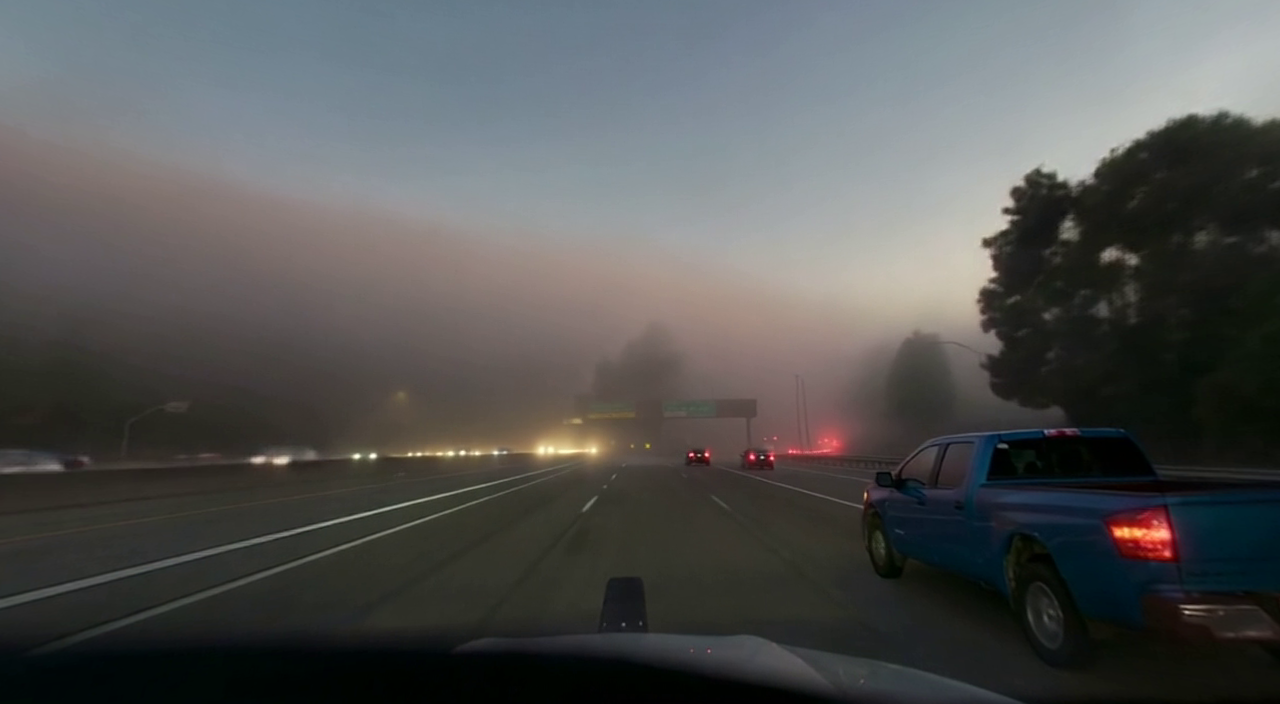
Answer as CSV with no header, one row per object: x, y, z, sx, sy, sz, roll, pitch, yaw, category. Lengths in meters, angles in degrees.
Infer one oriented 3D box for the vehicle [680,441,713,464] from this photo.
4.144,7.483,47.052,2.014,1.643,4.039,0,-8,-1,vehicle

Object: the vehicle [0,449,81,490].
-24.798,4.552,24.549,1.862,1.472,4.614,0,-8,0,vehicle

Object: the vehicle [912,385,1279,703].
3.422,0.983,2.986,2.119,1.524,4.807,0,-8,0,vehicle

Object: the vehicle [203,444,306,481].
-18.218,5.197,30.089,1.950,1.604,4.599,0,-8,1,vehicle
